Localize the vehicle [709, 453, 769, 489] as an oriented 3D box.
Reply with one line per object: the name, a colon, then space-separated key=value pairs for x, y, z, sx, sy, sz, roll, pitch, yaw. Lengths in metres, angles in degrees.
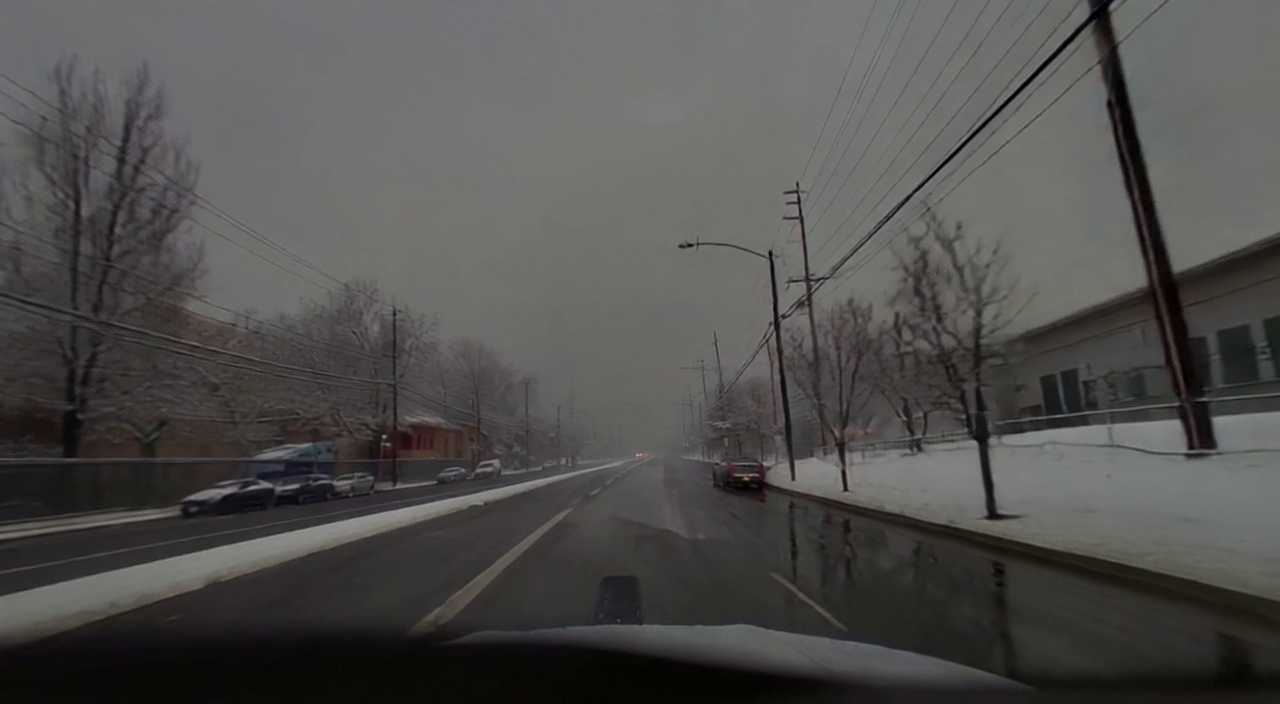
vehicle: x=4.459 y=5.403 z=29.111 sx=2.002 sy=1.459 sz=4.357 roll=0 pitch=-9 yaw=0

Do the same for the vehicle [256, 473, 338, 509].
vehicle: x=-17.437 y=7.031 z=32.398 sx=1.845 sy=1.450 sz=4.457 roll=-6 pitch=-10 yaw=-1

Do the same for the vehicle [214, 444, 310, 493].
vehicle: x=-24.789 y=7.672 z=41.717 sx=4.857 sy=2.616 sz=2.616 roll=-3 pitch=-10 yaw=-16

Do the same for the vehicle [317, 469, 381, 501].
vehicle: x=-17.379 y=7.912 z=37.996 sx=1.852 sy=1.551 sz=4.276 roll=-6 pitch=-10 yaw=-1

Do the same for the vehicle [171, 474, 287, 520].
vehicle: x=-17.408 y=6.138 z=27.124 sx=1.892 sy=1.515 sz=4.622 roll=-6 pitch=-11 yaw=0
